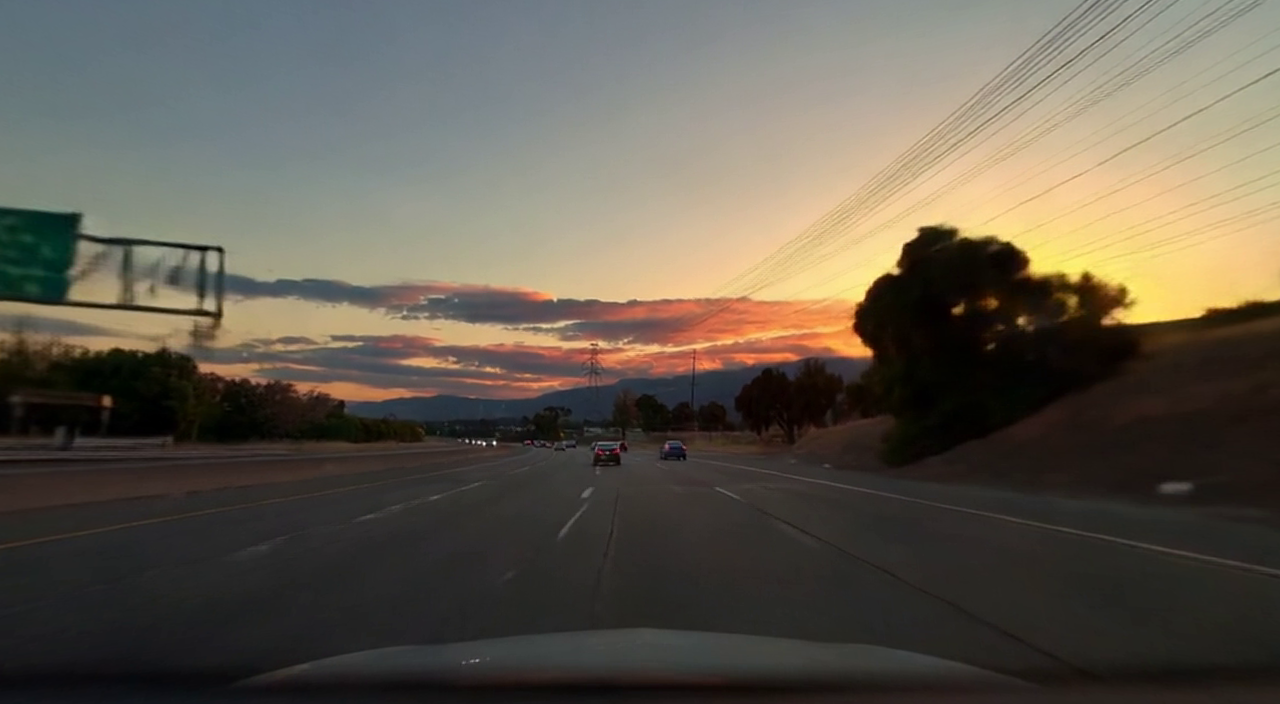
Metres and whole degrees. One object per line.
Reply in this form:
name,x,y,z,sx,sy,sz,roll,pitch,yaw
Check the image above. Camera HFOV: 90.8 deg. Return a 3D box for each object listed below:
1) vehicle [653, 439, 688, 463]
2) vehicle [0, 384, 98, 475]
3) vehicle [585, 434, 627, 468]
vehicle,1.931,6.498,41.500,1.789,1.503,3.897,1,-8,-5
vehicle,-26.210,3.342,26.945,2.513,3.577,4.197,1,-9,-8
vehicle,-1.852,5.382,34.397,2.188,1.714,3.921,0,-8,-3
